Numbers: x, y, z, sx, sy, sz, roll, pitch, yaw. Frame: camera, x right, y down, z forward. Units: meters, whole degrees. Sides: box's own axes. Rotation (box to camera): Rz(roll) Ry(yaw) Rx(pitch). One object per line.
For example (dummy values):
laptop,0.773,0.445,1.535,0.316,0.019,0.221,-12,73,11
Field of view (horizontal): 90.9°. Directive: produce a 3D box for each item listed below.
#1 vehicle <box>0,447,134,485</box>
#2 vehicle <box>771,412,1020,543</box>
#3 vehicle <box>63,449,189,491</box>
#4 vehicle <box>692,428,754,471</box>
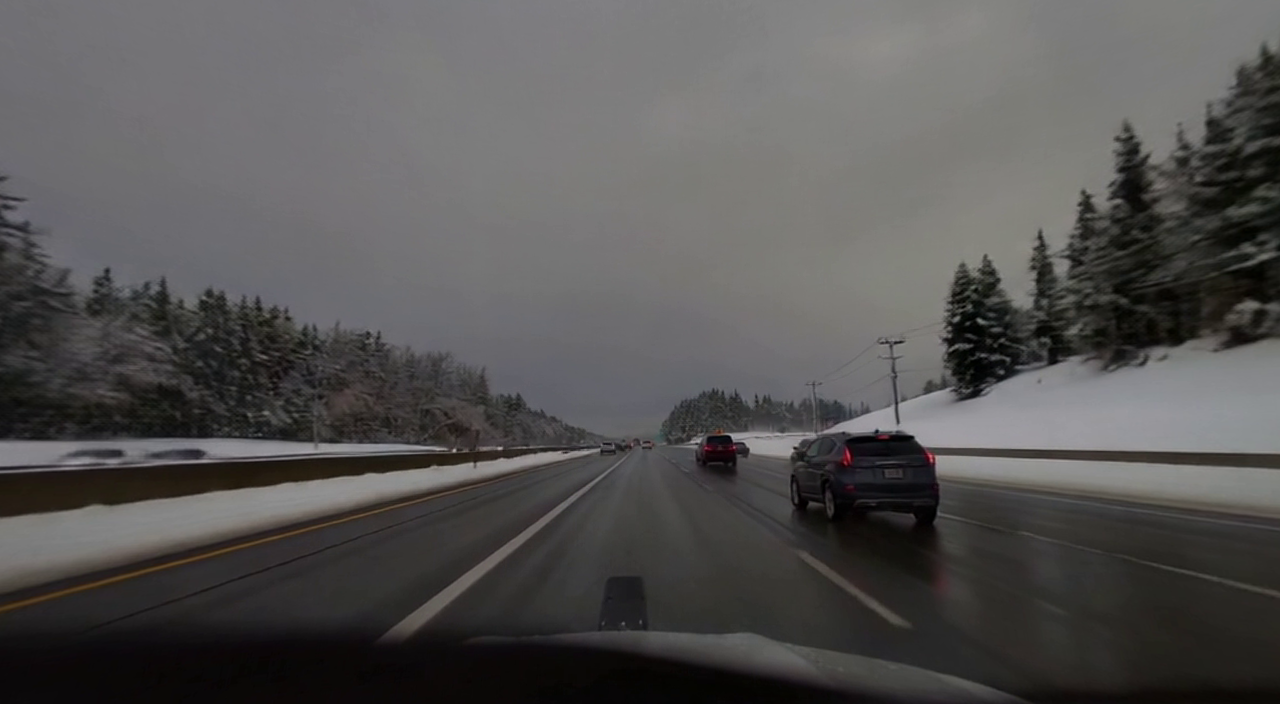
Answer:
vehicle,-25.772,5.079,28.476,2.049,1.494,4.540,0,-8,1
vehicle,3.697,1.906,10.240,2.146,1.639,4.475,0,-8,0
vehicle,-18.990,4.345,23.508,1.662,1.396,3.501,0,-8,1
vehicle,4.138,4.987,32.411,2.442,2.022,5.466,0,-8,0
